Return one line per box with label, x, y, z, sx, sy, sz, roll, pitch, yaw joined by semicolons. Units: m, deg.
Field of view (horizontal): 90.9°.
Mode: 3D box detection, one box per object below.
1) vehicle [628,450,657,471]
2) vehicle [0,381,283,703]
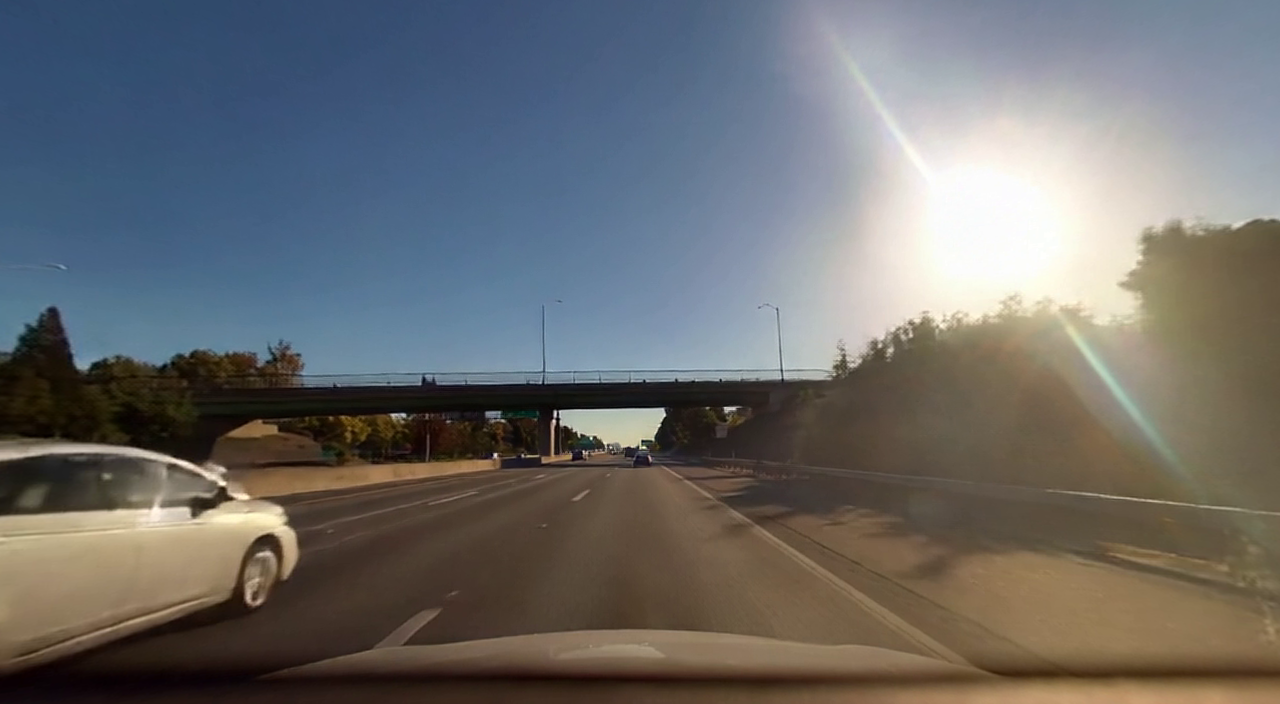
vehicle;0.149;8.204;47.899;2.113;1.537;4.208;0;-9;0
vehicle;-4.039;0.992;3.019;2.055;1.665;4.373;0;-9;0
